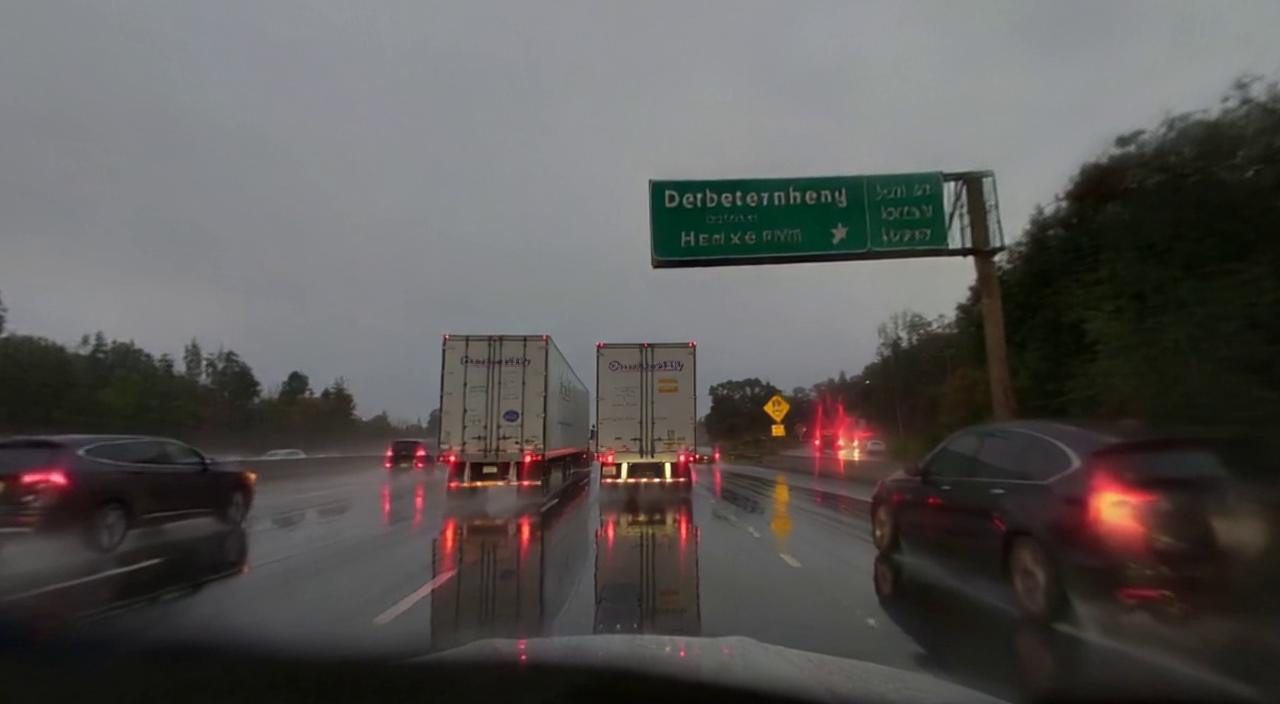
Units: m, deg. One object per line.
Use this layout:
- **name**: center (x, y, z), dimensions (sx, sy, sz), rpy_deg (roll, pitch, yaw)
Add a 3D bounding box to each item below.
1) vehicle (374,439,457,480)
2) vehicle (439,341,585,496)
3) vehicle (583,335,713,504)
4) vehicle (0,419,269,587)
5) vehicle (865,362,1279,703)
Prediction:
- **vehicle**: center (-11.071, 5.328, 31.693), dimensions (2.120, 1.862, 5.530), rpy_deg (0, -8, 0)
- **vehicle**: center (-3.879, 2.561, 22.370), dimensions (2.888, 4.154, 10.960), rpy_deg (0, -9, 0)
- **vehicle**: center (0.077, 2.237, 19.274), dimensions (2.910, 3.828, 9.805), rpy_deg (0, -9, -1)
- **vehicle**: center (-7.455, 1.870, 8.685), dimensions (2.017, 1.694, 4.420), rpy_deg (0, -9, -1)
- **vehicle**: center (3.961, 1.262, 5.612), dimensions (2.136, 1.753, 4.644), rpy_deg (0, -9, -1)
